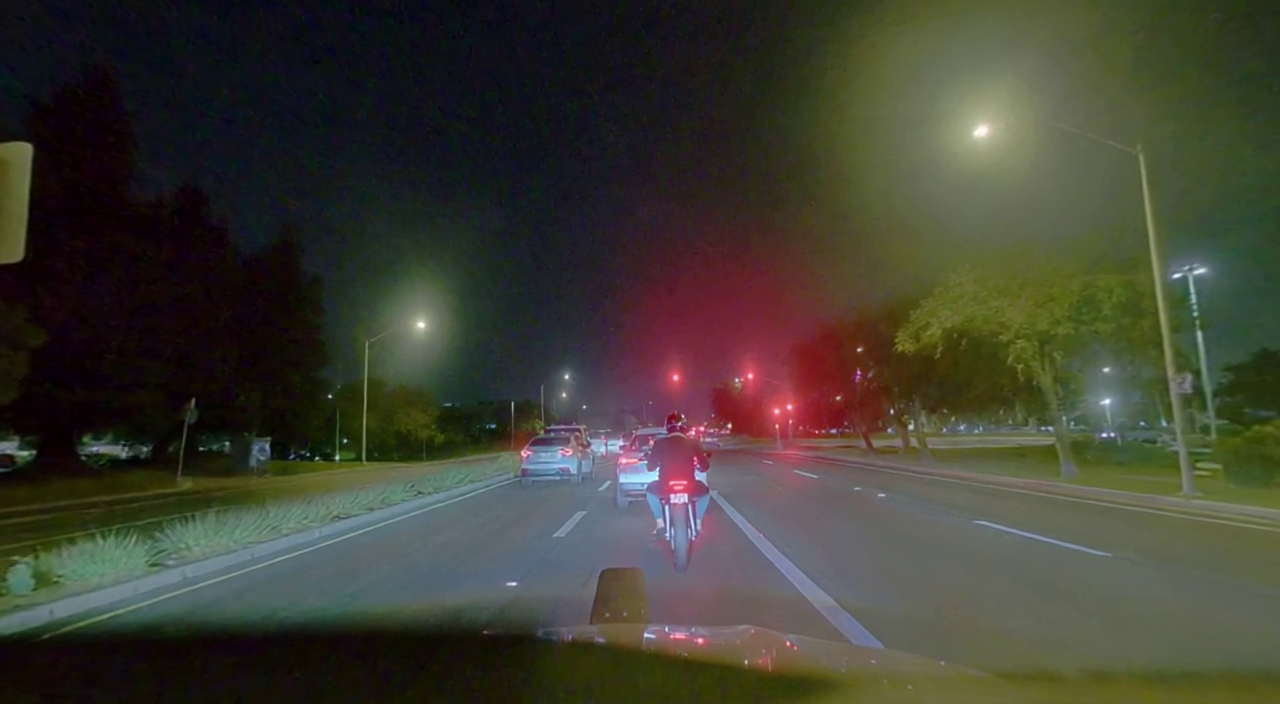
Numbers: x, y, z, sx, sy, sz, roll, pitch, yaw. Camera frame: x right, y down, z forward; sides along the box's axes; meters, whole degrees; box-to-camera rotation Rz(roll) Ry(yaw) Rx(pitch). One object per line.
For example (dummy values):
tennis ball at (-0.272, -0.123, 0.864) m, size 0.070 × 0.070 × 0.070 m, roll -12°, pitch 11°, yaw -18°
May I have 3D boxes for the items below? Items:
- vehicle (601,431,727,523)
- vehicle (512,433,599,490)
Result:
vehicle at (0.453, 2.337, 12.471) m, size 2.009 × 1.450 × 4.608 m, roll -1°, pitch -8°, yaw 2°
vehicle at (-2.415, 3.255, 19.078) m, size 1.979 × 1.499 × 3.840 m, roll -1°, pitch -8°, yaw 2°
